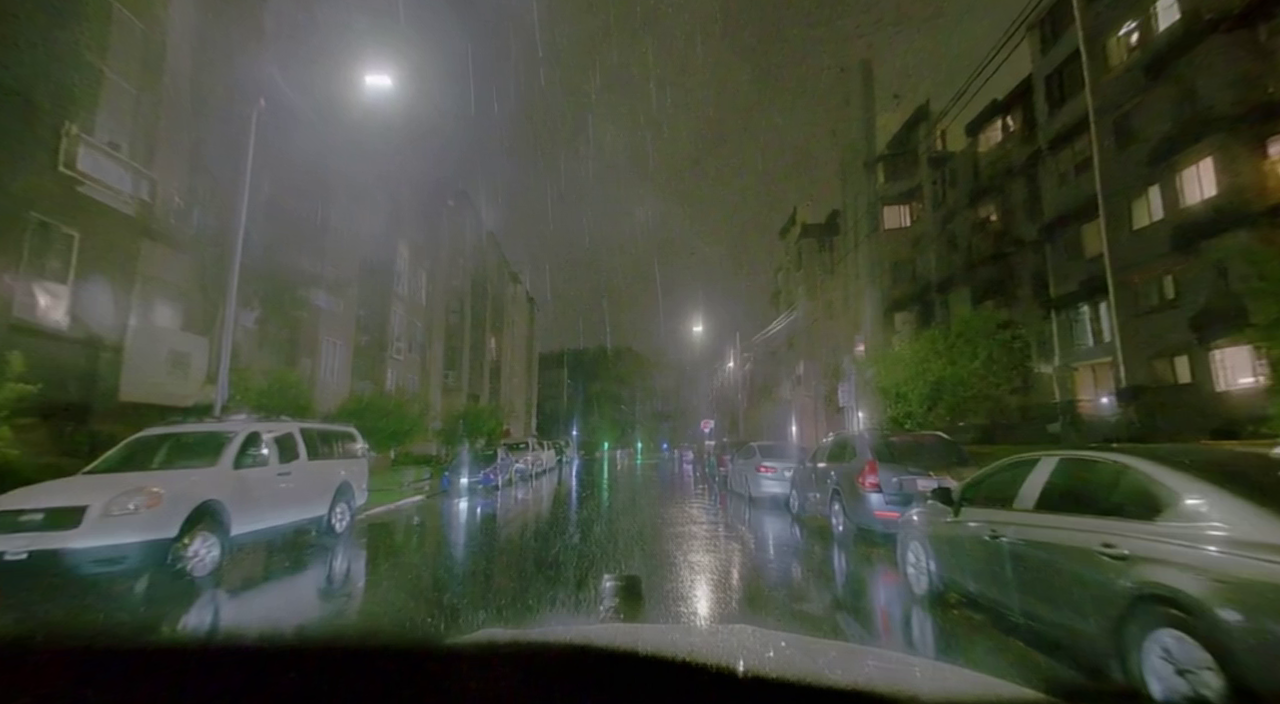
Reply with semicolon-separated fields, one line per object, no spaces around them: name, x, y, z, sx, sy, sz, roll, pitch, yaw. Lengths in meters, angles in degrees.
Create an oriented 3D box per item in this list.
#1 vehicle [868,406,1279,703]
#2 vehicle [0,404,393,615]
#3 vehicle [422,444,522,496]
vehicle;3.389;1.174;3.848;2.020;1.499;4.579;1;-8;-4
vehicle;-5.432;1.782;8.316;2.244;1.849;5.306;0;-8;-1
vehicle;-5.447;3.874;21.272;2.119;1.500;4.953;0;-8;-1
